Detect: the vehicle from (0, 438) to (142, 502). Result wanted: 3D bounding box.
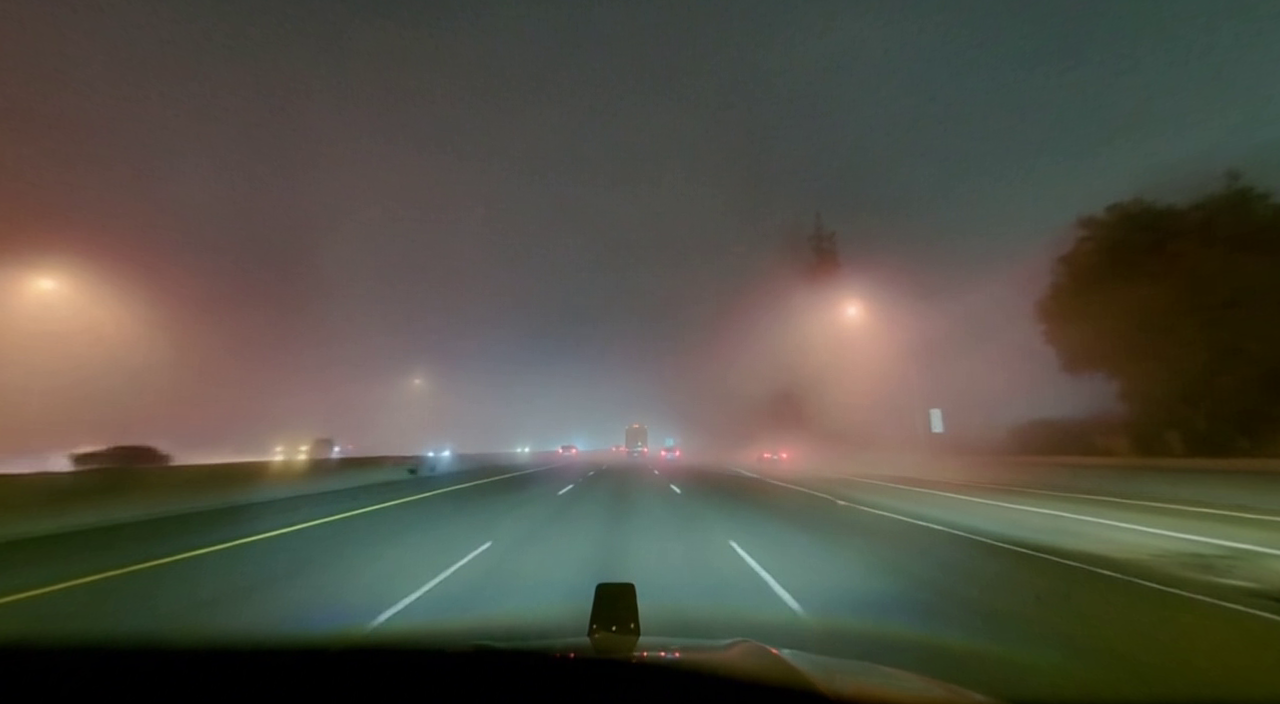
[{"bbox_3d":[-15.877,3.012,16.457,1.982,1.473,4.656,0,-8,0],"label":"vehicle"}]

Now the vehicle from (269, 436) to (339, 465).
[{"bbox_3d":[-23.085,6.772,43.696,2.068,1.849,4.938,0,-8,0],"label":"vehicle"}]
